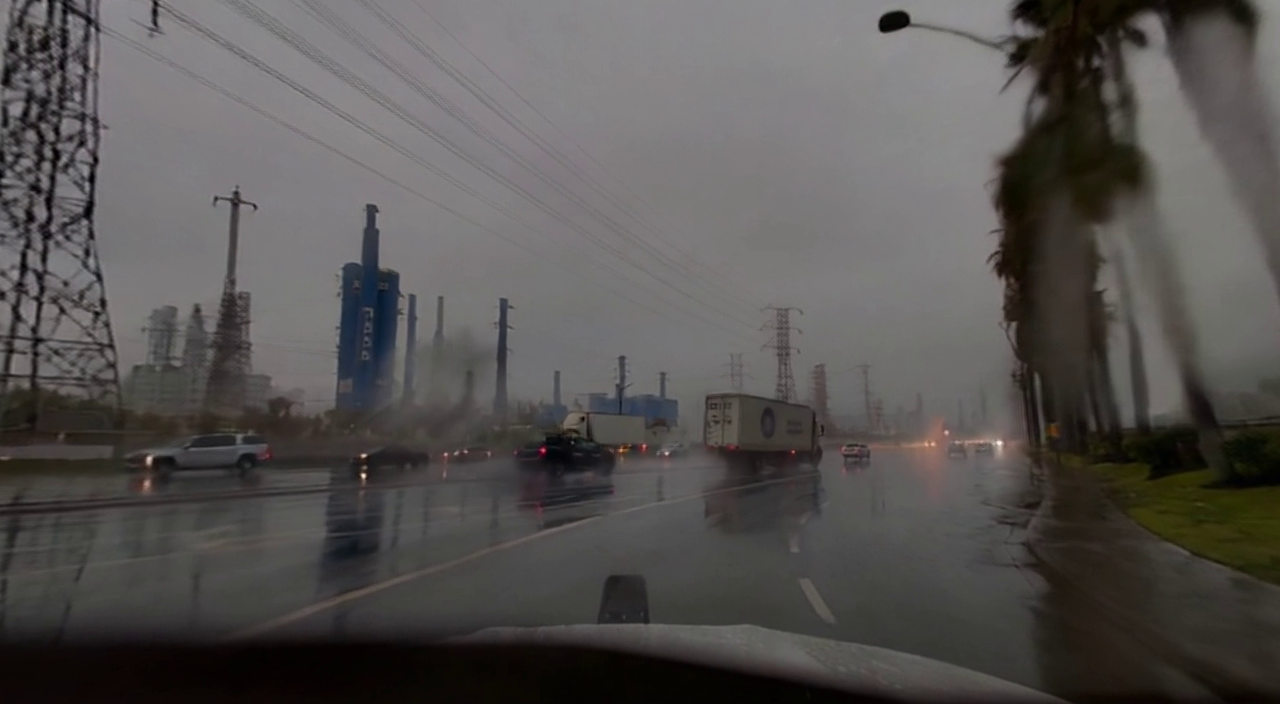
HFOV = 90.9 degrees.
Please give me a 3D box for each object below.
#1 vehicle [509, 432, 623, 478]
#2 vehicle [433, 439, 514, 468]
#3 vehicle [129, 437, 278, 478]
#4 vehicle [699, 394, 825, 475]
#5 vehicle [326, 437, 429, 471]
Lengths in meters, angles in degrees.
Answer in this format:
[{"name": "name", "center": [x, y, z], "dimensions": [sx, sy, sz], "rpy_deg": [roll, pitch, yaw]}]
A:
[{"name": "vehicle", "center": [-3.364, 4.884, 30.327], "dimensions": [2.266, 1.950, 5.866], "rpy_deg": [-5, -10, 31]}, {"name": "vehicle", "center": [-9.624, 5.971, 36.785], "dimensions": [1.785, 1.502, 4.457], "rpy_deg": [-6, -13, 32]}, {"name": "vehicle", "center": [-17.188, 4.153, 25.055], "dimensions": [1.792, 1.451, 4.419], "rpy_deg": [-5, -10, 32]}, {"name": "vehicle", "center": [7.432, 4.822, 36.508], "dimensions": [2.903, 3.933, 11.567], "rpy_deg": [-5, -10, 32]}, {"name": "vehicle", "center": [-13.244, 5.144, 32.061], "dimensions": [1.847, 1.567, 4.532], "rpy_deg": [-5, -10, 32]}]
